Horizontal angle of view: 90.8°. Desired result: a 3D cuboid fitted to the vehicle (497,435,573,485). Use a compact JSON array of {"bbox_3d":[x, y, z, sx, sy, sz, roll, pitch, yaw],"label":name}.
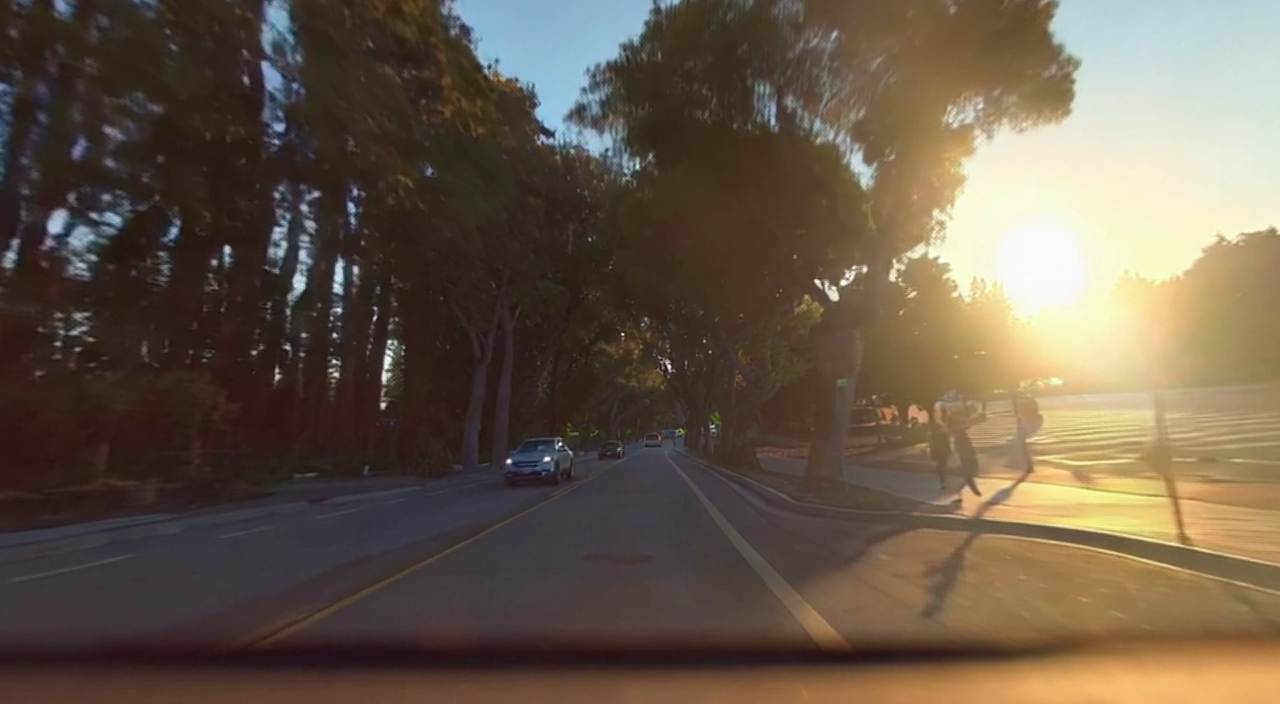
[{"bbox_3d":[-3.647,3.811,22.689,1.898,1.606,3.927,-1,-8,3],"label":"vehicle"}]
